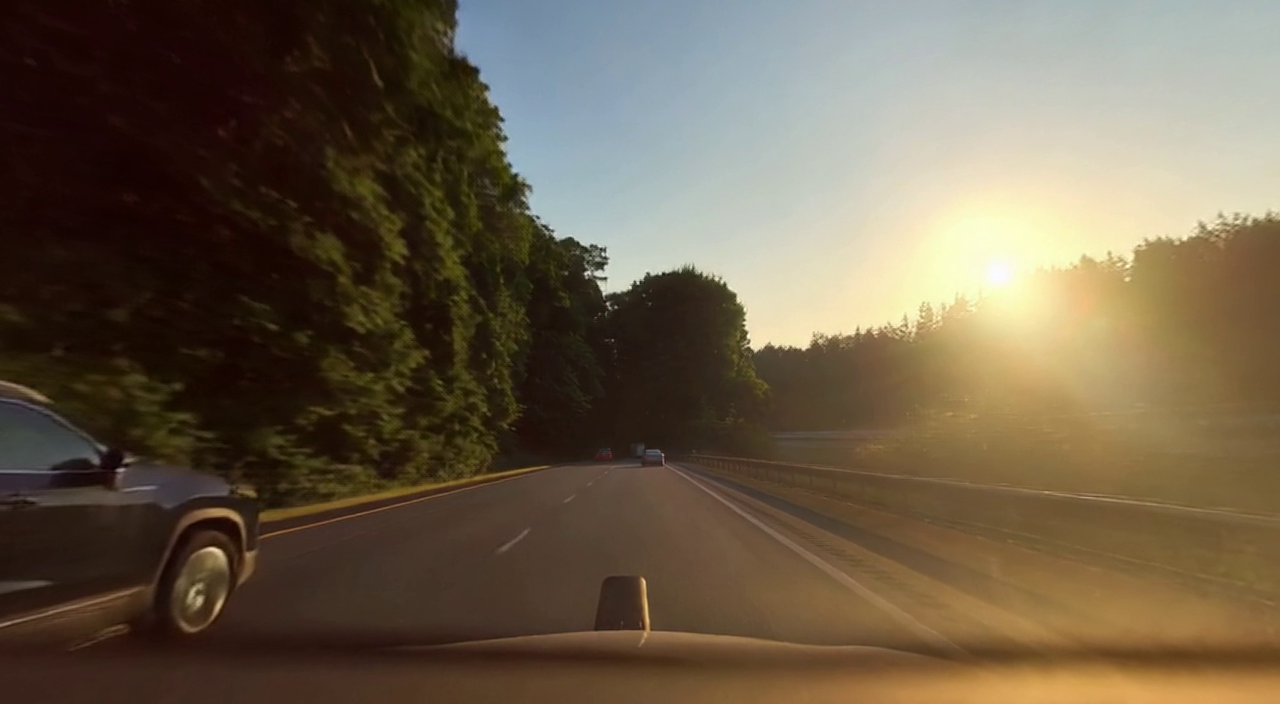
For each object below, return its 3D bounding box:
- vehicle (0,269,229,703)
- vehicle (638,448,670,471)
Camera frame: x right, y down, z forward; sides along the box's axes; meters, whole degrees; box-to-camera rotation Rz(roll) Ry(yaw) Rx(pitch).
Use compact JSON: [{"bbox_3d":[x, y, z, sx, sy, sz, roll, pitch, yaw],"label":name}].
[{"bbox_3d":[-3.783,0.524,1.339,2.418,2.049,4.930,0,-9,0],"label":"vehicle"},{"bbox_3d":[0.884,7.225,42.612,2.046,1.452,4.407,0,-9,-1],"label":"vehicle"}]
